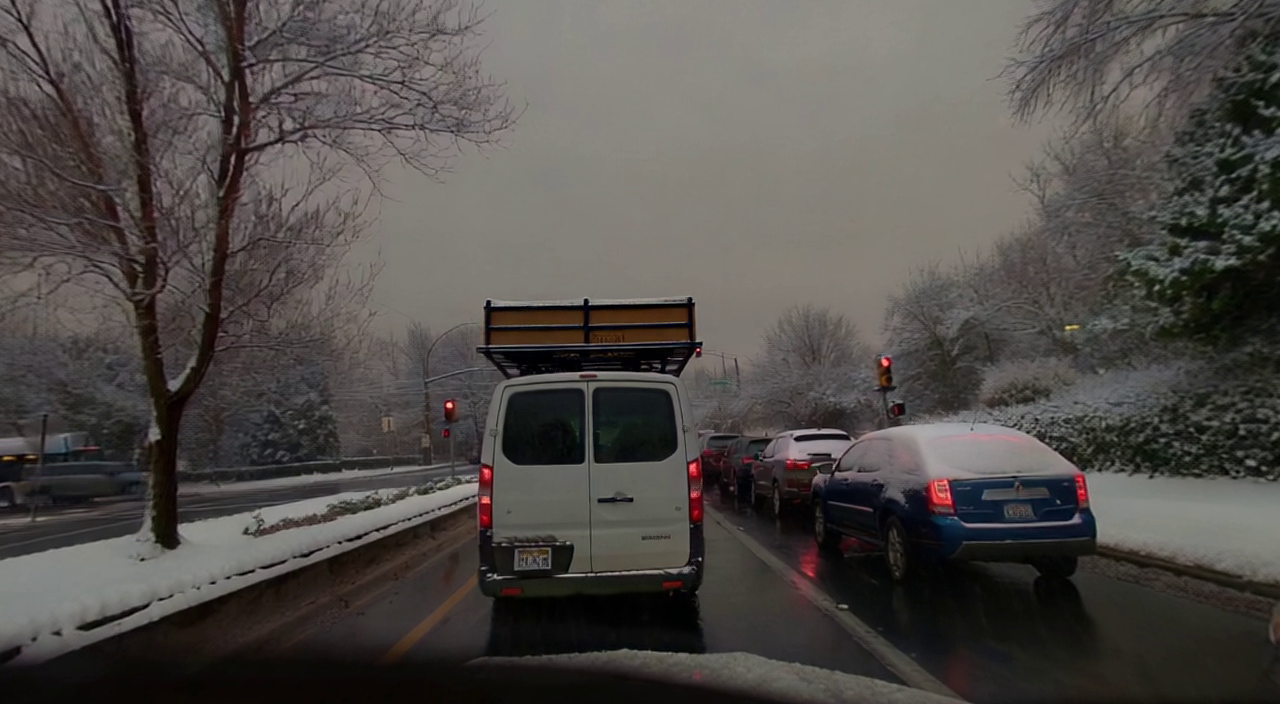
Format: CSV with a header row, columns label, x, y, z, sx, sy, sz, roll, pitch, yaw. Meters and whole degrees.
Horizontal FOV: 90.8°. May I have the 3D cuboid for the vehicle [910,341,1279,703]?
label,x,y,z,sx,sy,sz,roll,pitch,yaw
vehicle,3.452,0.943,3.420,1.965,1.671,4.146,0,-9,-3

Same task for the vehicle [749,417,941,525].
label,x,y,z,sx,sy,sz,roll,pitch,yaw
vehicle,3.656,2.219,12.266,2.024,1.692,4.252,1,-9,-4

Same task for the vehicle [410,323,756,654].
label,x,y,z,sx,sy,sz,roll,pitch,yaw
vehicle,-0.357,1.158,6.203,2.145,2.089,4.309,0,-9,0

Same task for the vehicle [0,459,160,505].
label,x,y,z,sx,sy,sz,roll,pitch,yaw
vehicle,-25.666,5.908,28.929,5.241,1.894,2.257,1,-9,-10
